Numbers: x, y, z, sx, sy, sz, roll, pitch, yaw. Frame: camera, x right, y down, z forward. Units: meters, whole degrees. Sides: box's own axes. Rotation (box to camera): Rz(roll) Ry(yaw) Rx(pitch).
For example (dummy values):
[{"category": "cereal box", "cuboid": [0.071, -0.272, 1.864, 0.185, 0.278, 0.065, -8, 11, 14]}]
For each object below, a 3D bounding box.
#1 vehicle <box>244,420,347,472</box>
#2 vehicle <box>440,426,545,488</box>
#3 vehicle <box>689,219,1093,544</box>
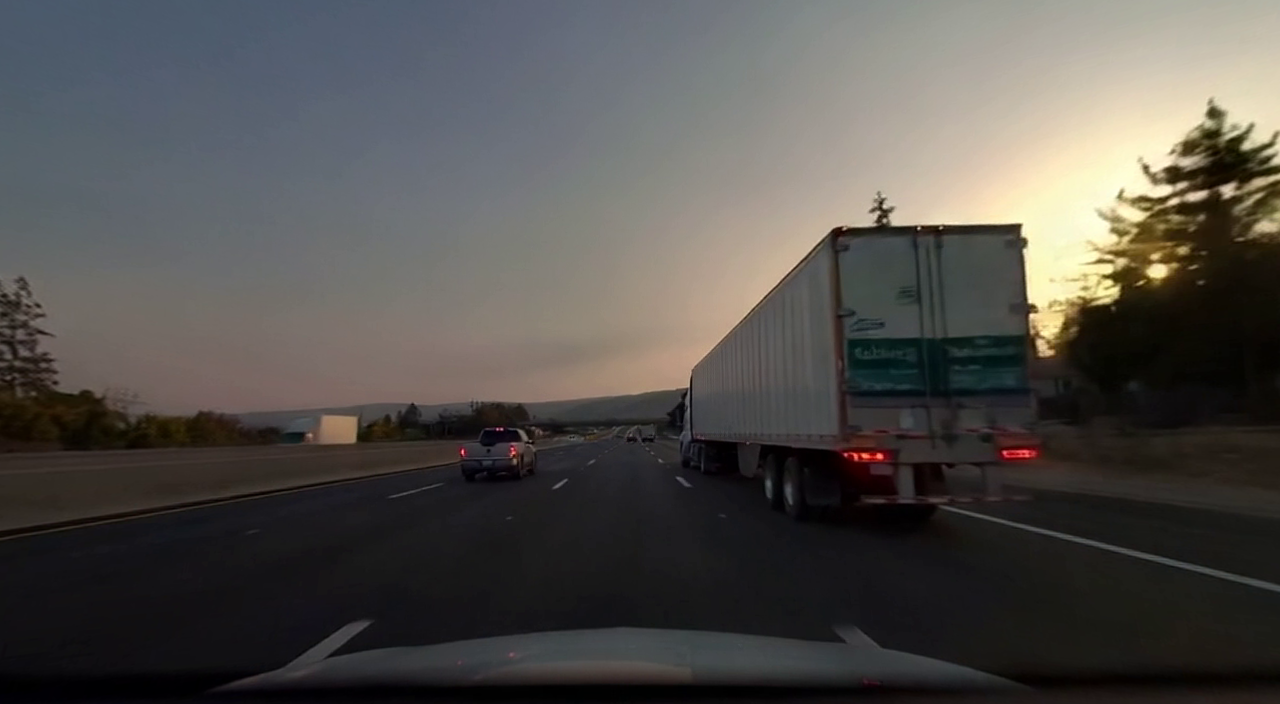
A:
[{"category": "vehicle", "cuboid": [-19.636, 5.409, 36.327, 2.406, 2.717, 6.227, 0, -8, 0]}, {"category": "vehicle", "cuboid": [-4.155, 3.024, 18.465, 2.044, 1.604, 4.144, 0, -8, 0]}, {"category": "vehicle", "cuboid": [3.821, 1.502, 16.783, 3.144, 4.168, 17.594, 0, -8, -2]}]
